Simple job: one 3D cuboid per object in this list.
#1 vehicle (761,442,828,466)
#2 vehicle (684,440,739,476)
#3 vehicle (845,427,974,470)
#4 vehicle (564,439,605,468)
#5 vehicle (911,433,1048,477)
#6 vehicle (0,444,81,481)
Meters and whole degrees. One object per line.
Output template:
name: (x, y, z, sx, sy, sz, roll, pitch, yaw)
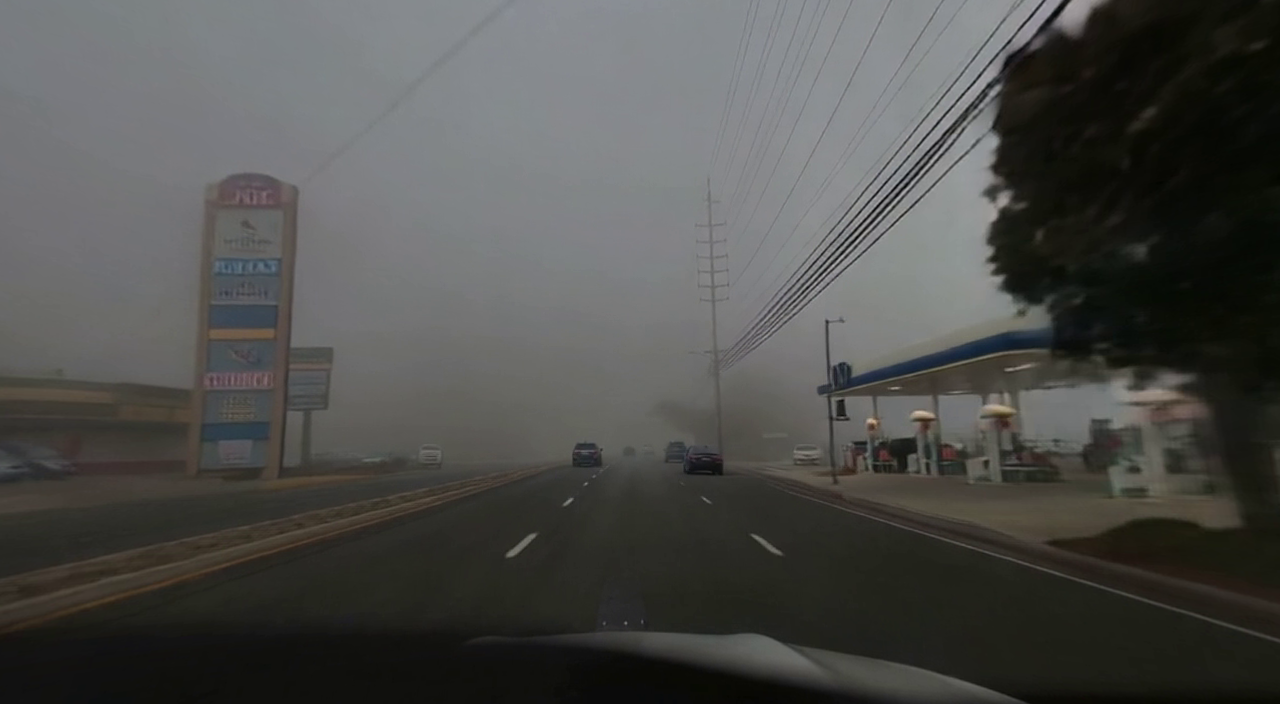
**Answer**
vehicle: (10.936, 7.232, 44.814, 4.144, 1.540, 1.913, -1, -7, -7)
vehicle: (3.338, 5.028, 30.134, 1.978, 1.455, 4.195, 3, -9, -1)
vehicle: (12.148, 4.381, 28.644, 4.832, 1.813, 2.170, 0, -9, -5)
vehicle: (-3.331, 6.200, 38.576, 2.047, 1.664, 4.148, 0, -9, 0)
vehicle: (12.919, 3.913, 24.105, 4.126, 1.523, 2.063, 1, -9, -11)
vehicle: (-31.307, 5.585, 31.981, 1.859, 1.704, 4.366, -1, -9, -1)
